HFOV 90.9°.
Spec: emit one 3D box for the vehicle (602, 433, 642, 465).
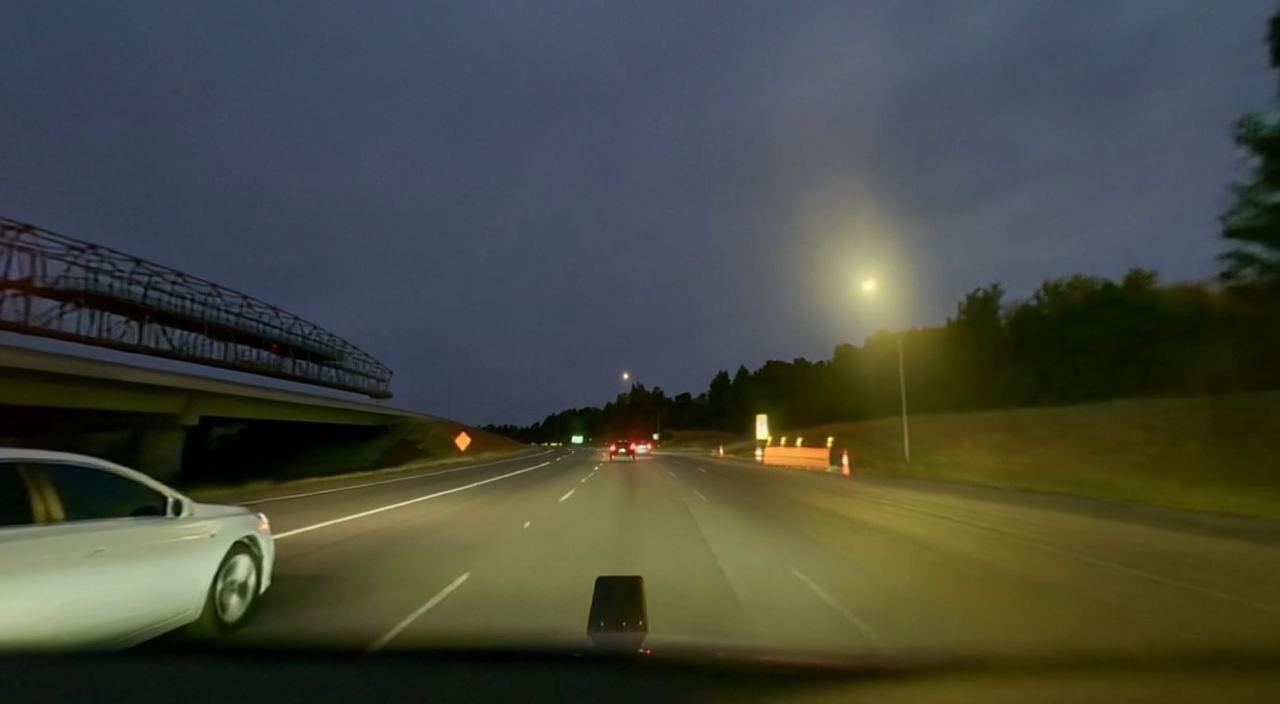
[{"bbox_3d":[-1.181,6.011,39.247,2.328,1.805,4.502,0,-8,-3],"label":"vehicle"}]
